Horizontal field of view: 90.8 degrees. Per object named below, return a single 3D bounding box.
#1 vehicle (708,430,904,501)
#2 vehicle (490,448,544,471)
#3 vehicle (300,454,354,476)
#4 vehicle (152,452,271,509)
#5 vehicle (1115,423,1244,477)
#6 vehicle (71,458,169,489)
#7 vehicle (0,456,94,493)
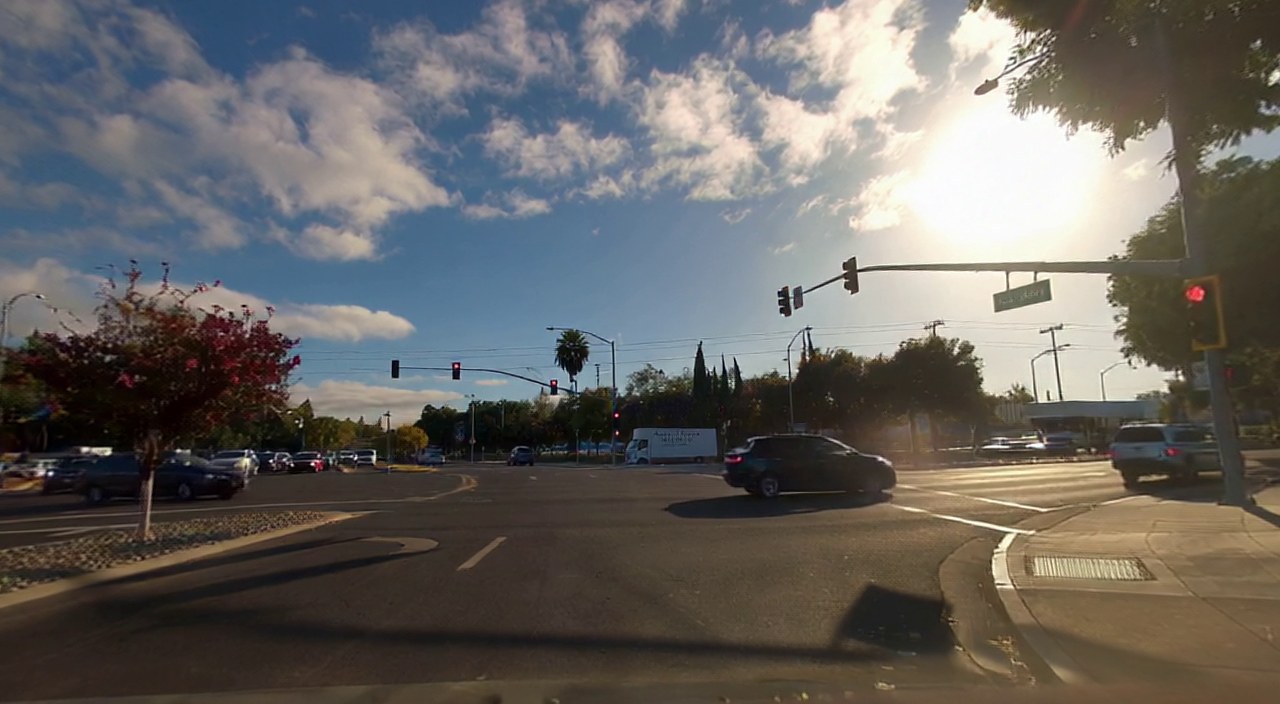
[{"bbox_3d":[3.997,2.802,15.766,4.281,1.621,1.903,0,-9,-3],"label":"vehicle"},{"bbox_3d":[-8.474,7.416,43.968,1.989,1.496,4.211,-3,-9,15],"label":"vehicle"},{"bbox_3d":[-22.515,8.140,45.671,1.999,1.468,4.702,1,-9,-8],"label":"vehicle"},{"bbox_3d":[-13.185,3.827,19.305,4.728,1.471,1.957,-8,-12,43],"label":"vehicle"},{"bbox_3d":[19.601,3.549,22.909,4.619,1.759,2.101,5,-10,-32],"label":"vehicle"},{"bbox_3d":[-28.379,6.622,34.692,1.965,1.448,4.553,1,-9,-8],"label":"vehicle"},{"bbox_3d":[-31.188,6.260,32.652,2.142,1.723,4.692,1,-9,-9],"label":"vehicle"}]
